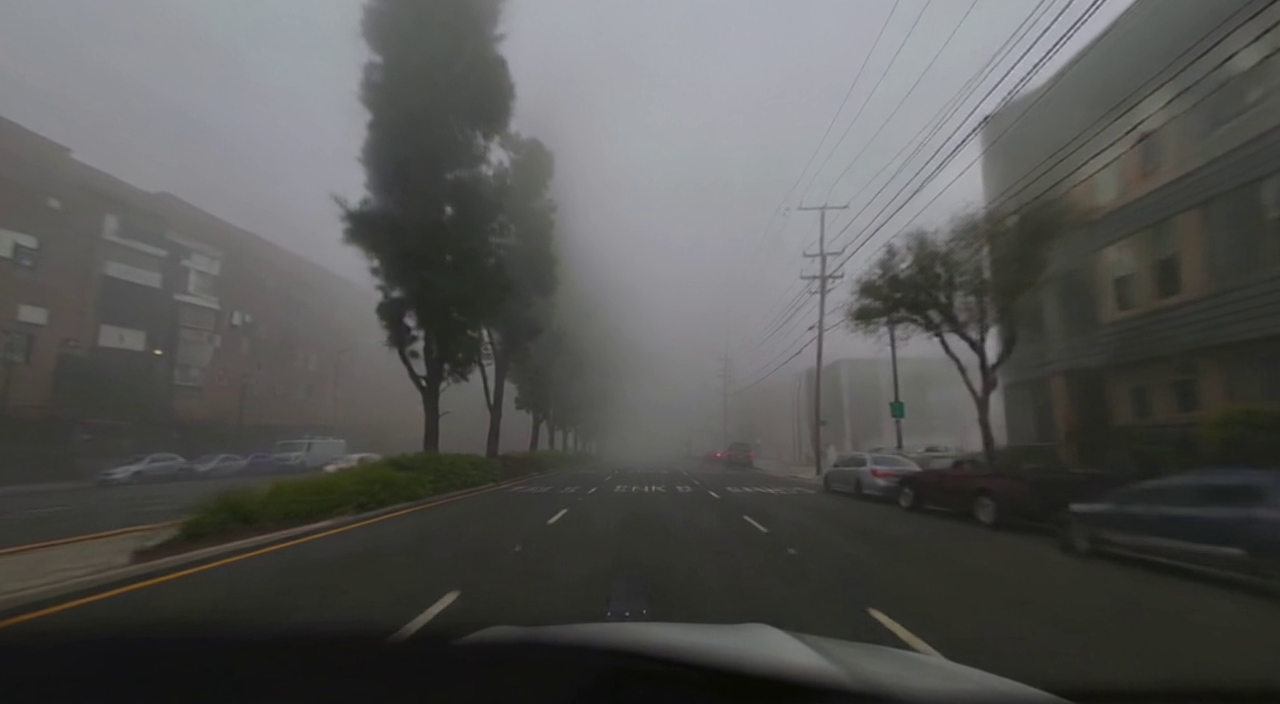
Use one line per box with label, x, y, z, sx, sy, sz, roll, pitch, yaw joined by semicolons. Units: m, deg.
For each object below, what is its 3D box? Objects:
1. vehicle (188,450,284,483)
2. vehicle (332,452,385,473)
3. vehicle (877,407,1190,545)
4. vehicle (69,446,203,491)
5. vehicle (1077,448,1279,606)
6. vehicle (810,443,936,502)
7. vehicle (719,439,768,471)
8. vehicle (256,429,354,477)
vehicle;-22.088;6.261;34.780;2.004;1.586;4.962;0;-8;0
vehicle;-22.004;8.676;49.544;1.877;1.473;4.892;0;-8;0
vehicle;7.008;2.294;12.507;2.197;2.019;6.225;0;-8;0
vehicle;-22.395;5.132;28.309;2.116;1.813;4.674;0;-8;0
vehicle;6.754;1.665;6.192;1.896;1.399;4.196;0;-8;0
vehicle;6.935;3.609;19.393;2.109;1.567;4.626;0;-8;0
vehicle;7.299;7.340;45.200;2.563;2.090;6.077;0;-8;0
vehicle;-22.162;6.708;42.244;2.397;2.865;7.296;0;-8;1
